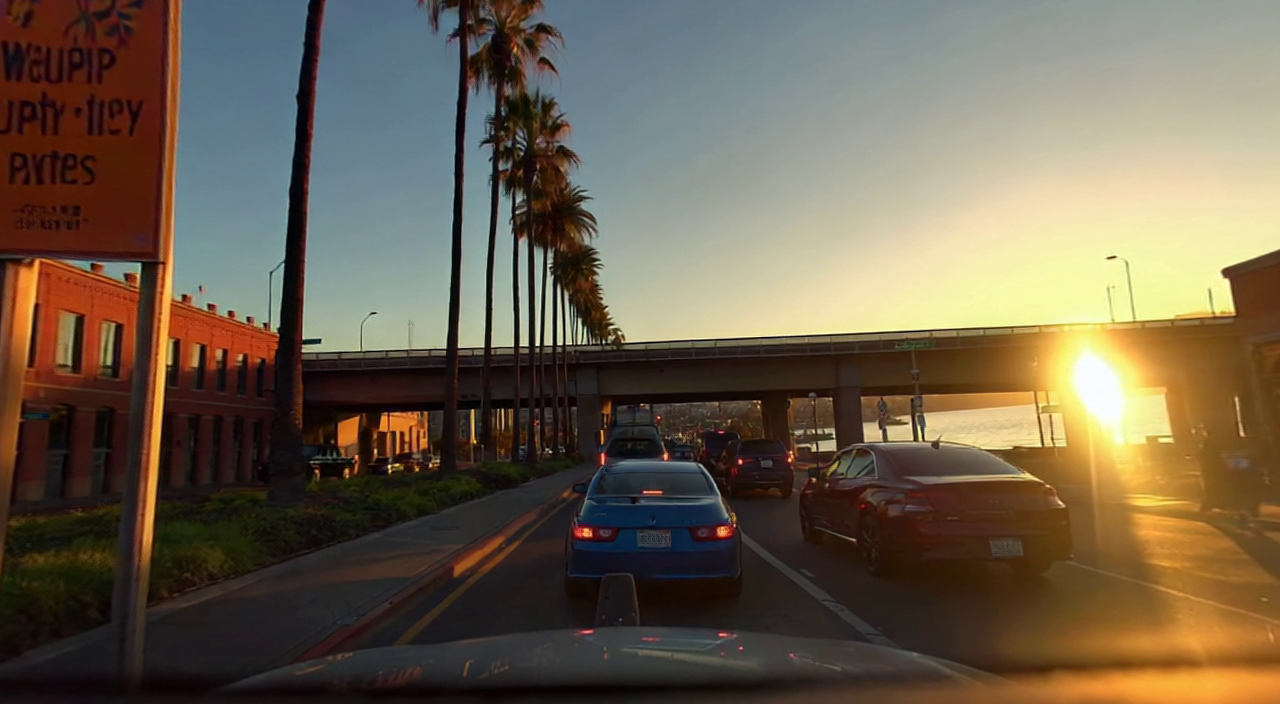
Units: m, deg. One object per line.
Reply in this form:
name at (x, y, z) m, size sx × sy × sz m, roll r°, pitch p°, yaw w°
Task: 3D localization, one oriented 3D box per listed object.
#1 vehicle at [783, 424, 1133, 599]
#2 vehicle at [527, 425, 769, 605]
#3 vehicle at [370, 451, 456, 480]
vehicle at (3.260, 1.715, 7.729) m, size 1.920 × 1.490 × 4.417 m, roll 0°, pitch -9°, yaw -1°
vehicle at (0.057, 1.669, 7.280) m, size 2.048 × 1.503 × 3.681 m, roll 0°, pitch -9°, yaw 0°
vehicle at (-14.956, 7.468, 41.684) m, size 4.852 × 1.802 × 2.104 m, roll -1°, pitch -9°, yaw 8°
